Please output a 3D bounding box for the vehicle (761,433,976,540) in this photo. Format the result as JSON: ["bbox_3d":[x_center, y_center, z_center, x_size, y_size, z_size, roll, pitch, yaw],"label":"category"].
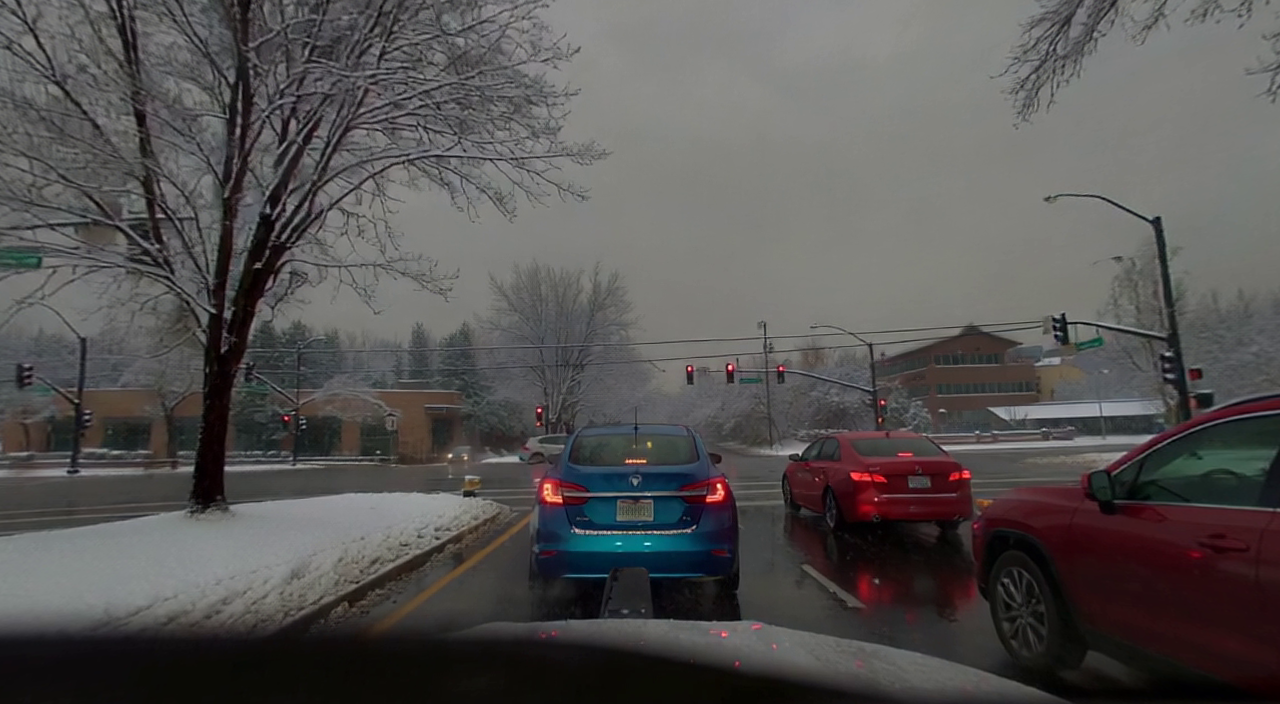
[{"bbox_3d":[3.681,2.262,11.305,2.054,1.482,4.654,0,-9,-1],"label":"vehicle"}]

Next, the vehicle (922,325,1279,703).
[{"bbox_3d":[3.711,0.938,3.432,2.162,1.829,4.519,0,-9,-1],"label":"vehicle"}]

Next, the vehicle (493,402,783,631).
[{"bbox_3d":[-0.029,1.475,6.512,2.074,1.631,3.793,0,-9,0],"label":"vehicle"}]
